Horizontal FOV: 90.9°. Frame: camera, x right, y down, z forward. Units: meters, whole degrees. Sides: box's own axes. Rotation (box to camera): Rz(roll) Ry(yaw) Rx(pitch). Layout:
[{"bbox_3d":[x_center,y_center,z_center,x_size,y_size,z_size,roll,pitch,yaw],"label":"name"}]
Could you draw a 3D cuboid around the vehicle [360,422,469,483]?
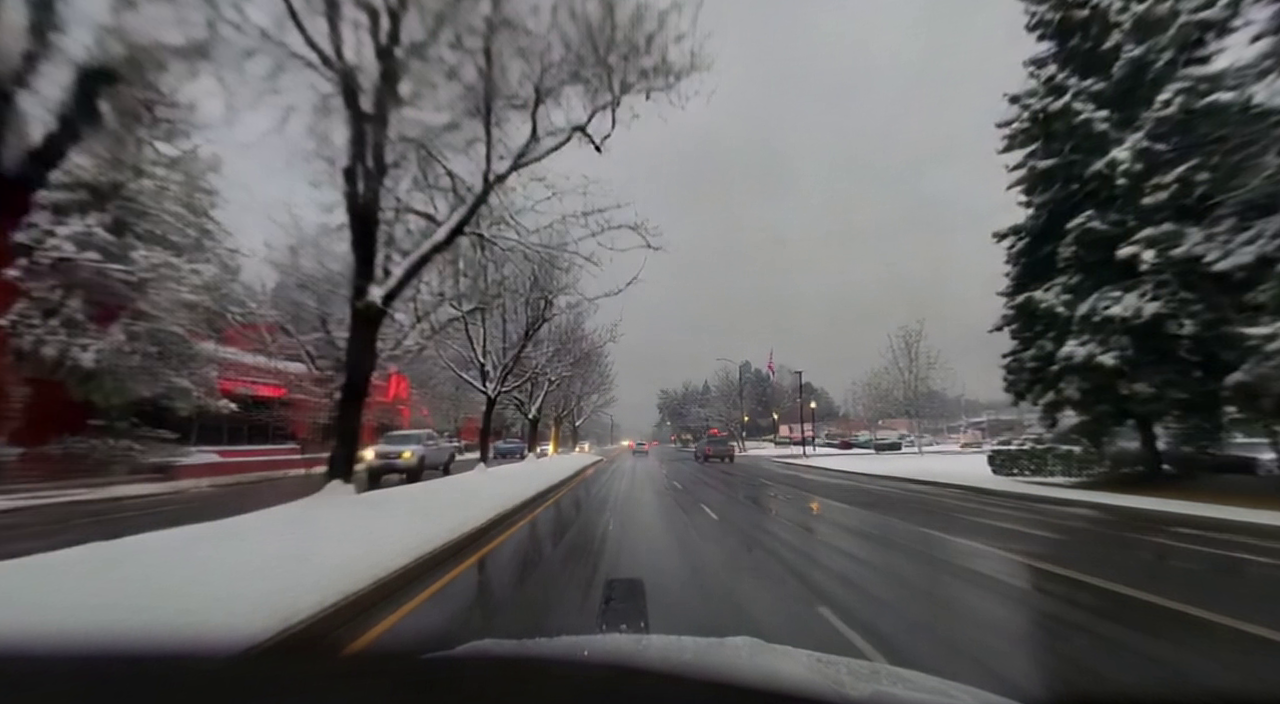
[{"bbox_3d":[-8.213,3.726,23.569,2.171,1.975,5.168,0,-8,0],"label":"vehicle"}]
